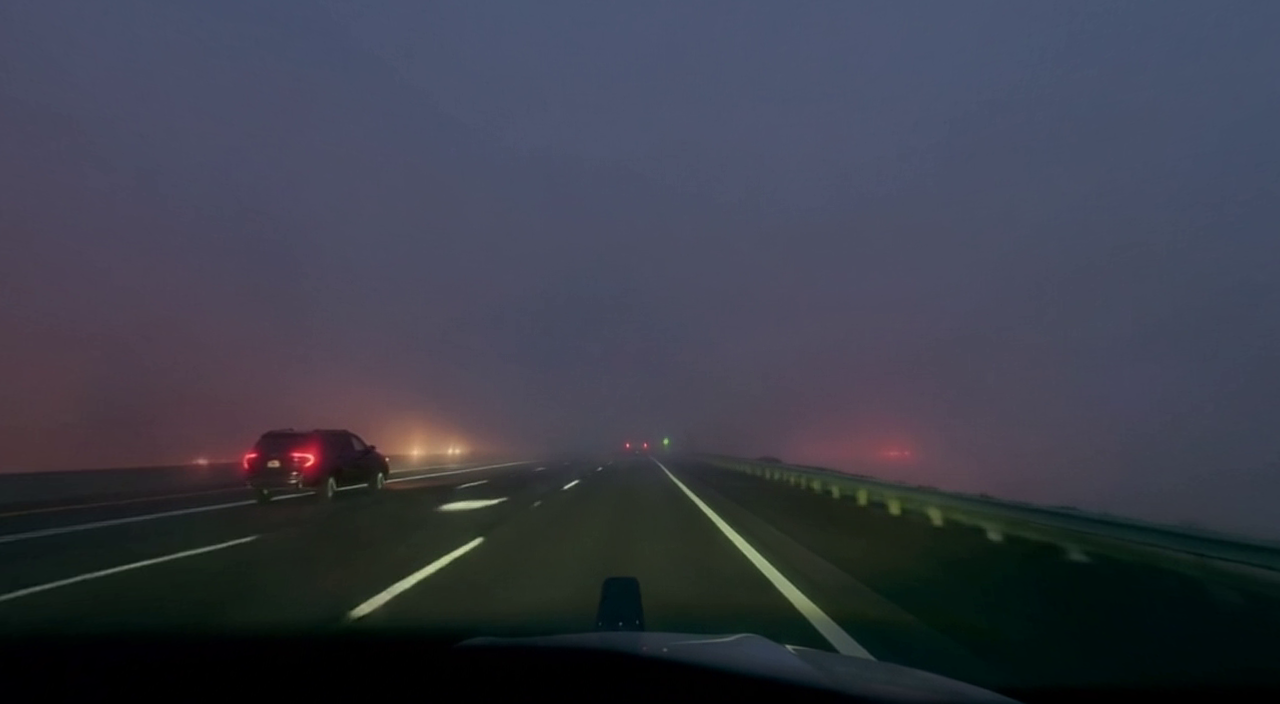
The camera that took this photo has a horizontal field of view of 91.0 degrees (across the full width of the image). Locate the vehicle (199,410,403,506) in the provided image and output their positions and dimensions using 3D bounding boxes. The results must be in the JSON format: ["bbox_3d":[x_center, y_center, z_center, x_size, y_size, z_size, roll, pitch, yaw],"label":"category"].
[{"bbox_3d":[-7.958,2.561,15.538,2.163,1.947,4.959,0,-9,1],"label":"vehicle"}]
